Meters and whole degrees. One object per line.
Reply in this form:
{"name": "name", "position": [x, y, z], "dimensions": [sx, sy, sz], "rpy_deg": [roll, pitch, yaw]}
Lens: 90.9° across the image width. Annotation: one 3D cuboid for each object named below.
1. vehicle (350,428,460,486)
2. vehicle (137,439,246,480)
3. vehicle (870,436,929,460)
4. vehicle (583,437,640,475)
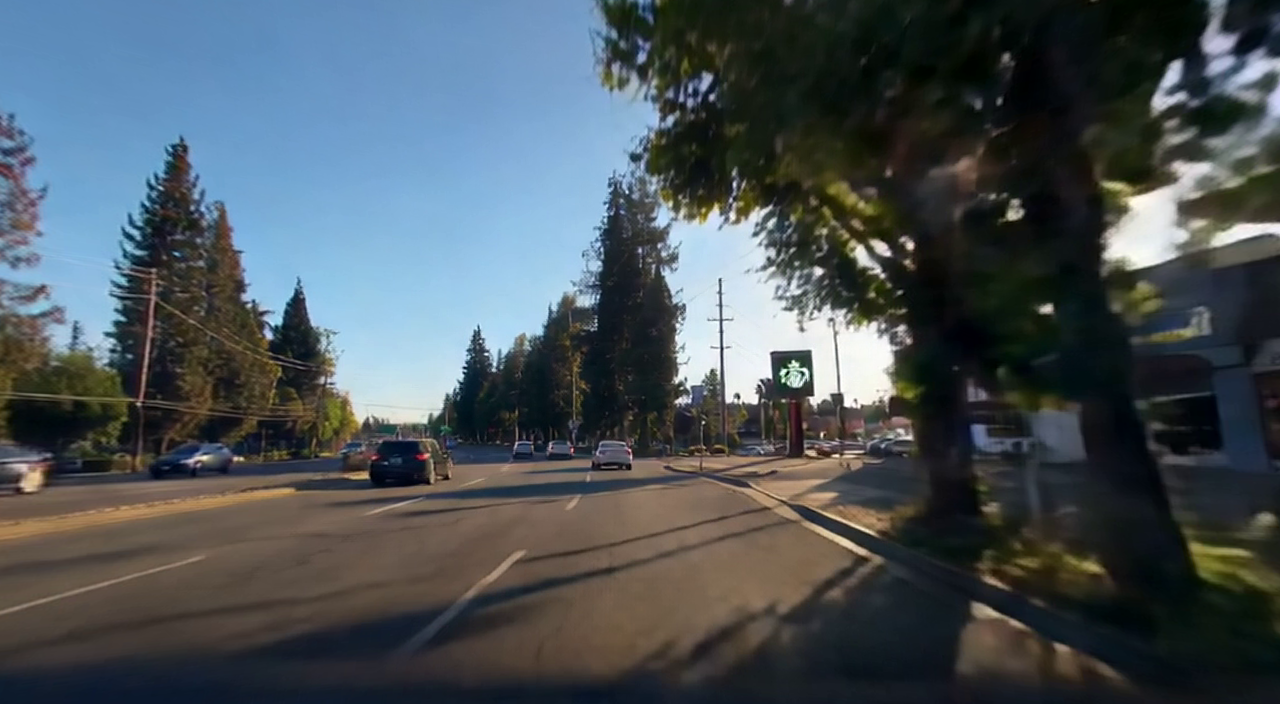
{"name": "vehicle", "position": [-7.762, 3.510, 21.385], "dimensions": [2.195, 1.752, 4.515], "rpy_deg": [0, -8, -3]}
{"name": "vehicle", "position": [-23.728, 5.669, 33.708], "dimensions": [2.236, 1.962, 5.539], "rpy_deg": [1, -8, -7]}
{"name": "vehicle", "position": [16.963, 6.287, 41.512], "dimensions": [1.795, 1.485, 4.601], "rpy_deg": [0, -8, -2]}
{"name": "vehicle", "position": [-1.331, 4.471, 27.325], "dimensions": [2.130, 1.476, 4.453], "rpy_deg": [1, -8, -7]}
